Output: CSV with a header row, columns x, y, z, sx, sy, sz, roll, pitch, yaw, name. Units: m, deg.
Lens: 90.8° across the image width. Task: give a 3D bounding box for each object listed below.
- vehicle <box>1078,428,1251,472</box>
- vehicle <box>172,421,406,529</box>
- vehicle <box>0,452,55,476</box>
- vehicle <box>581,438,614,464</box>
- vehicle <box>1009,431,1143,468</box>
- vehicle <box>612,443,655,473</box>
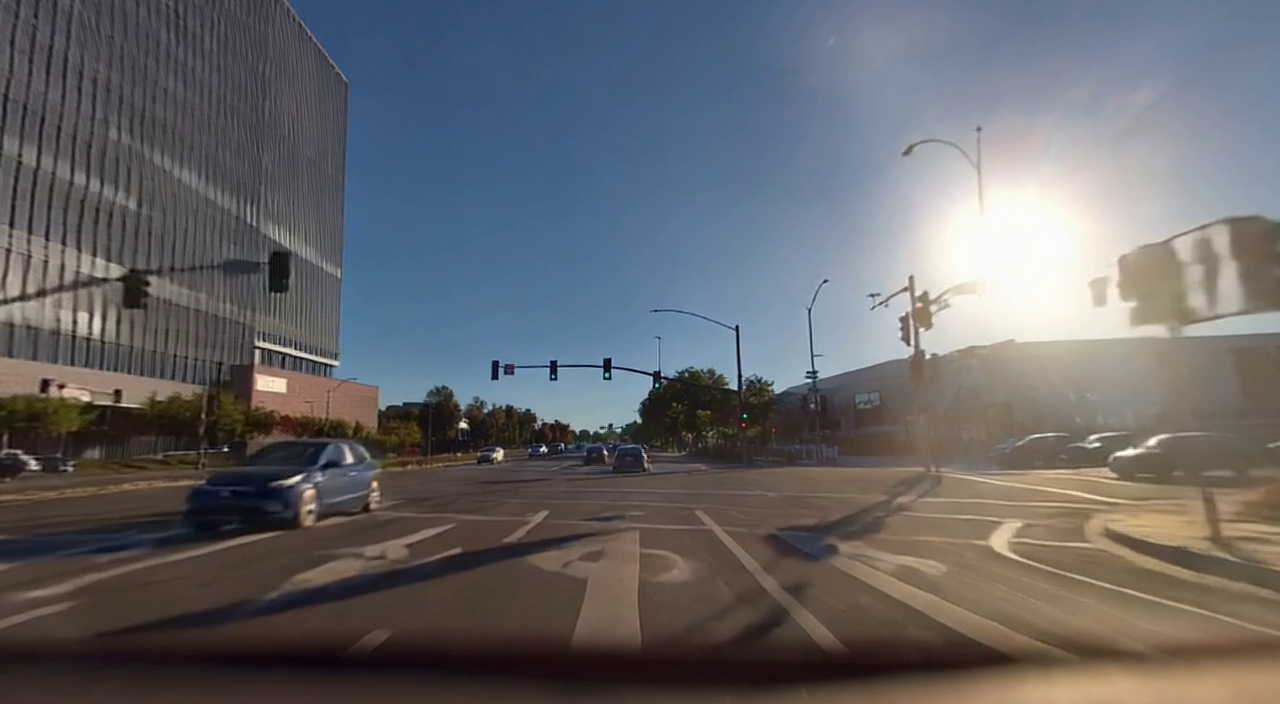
x,y,z,sx,sy,sz,roll,pitch,yaw,name
20.446,3.849,24.888,4.778,1.588,1.822,-3,-9,17,vehicle
-6.265,2.224,12.005,1.937,1.659,4.259,0,-8,1,vehicle
-42.925,7.643,43.324,4.372,1.557,1.961,-3,-10,17,vehicle
-3.114,7.316,46.765,2.001,1.784,4.483,0,-8,2,vehicle
19.858,4.443,29.039,4.602,1.594,1.917,-2,-8,17,vehicle
-0.331,5.260,31.637,2.050,1.385,4.096,0,-8,-1,vehicle
